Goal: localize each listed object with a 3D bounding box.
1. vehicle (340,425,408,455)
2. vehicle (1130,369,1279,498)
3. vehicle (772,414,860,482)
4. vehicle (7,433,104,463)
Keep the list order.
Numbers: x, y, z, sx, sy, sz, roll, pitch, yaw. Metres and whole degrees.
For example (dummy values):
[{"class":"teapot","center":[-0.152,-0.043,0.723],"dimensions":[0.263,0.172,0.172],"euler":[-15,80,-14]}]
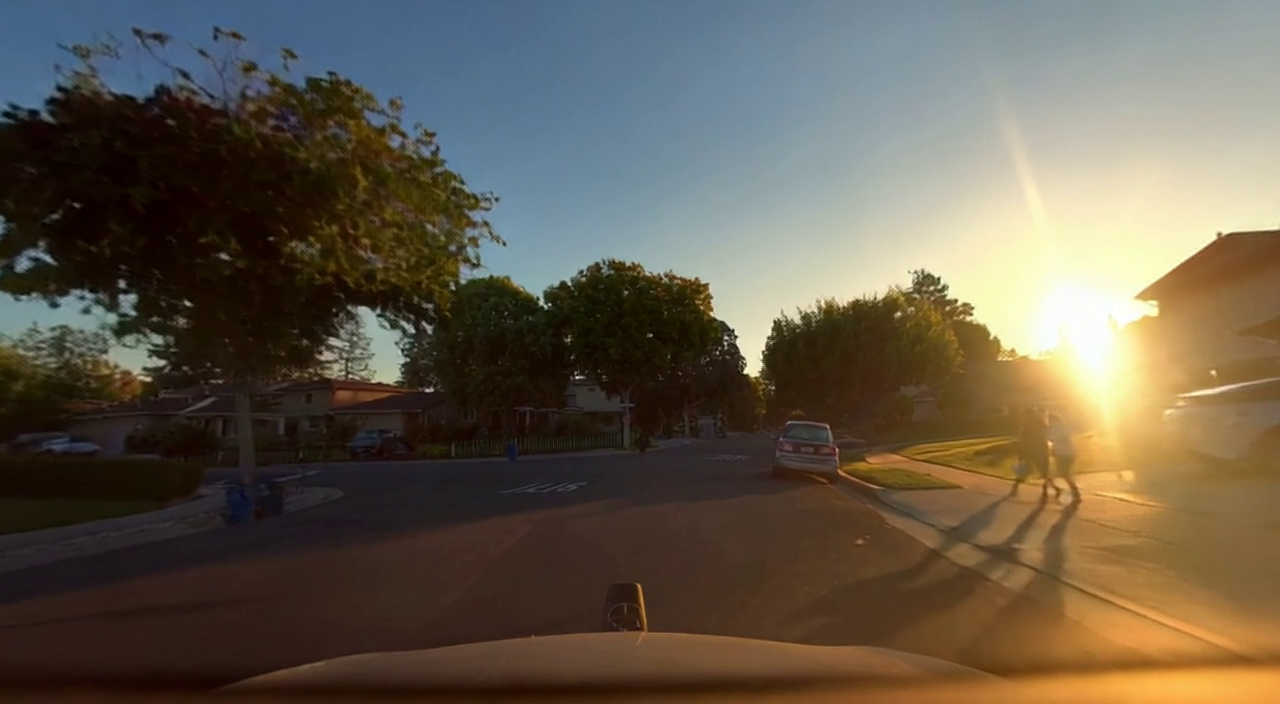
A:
[{"class":"vehicle","center":[-17.076,5.680,40.769],"dimensions":[2.021,1.798,4.491],"euler":[-1,-8,6]},{"class":"vehicle","center":[11.146,1.083,10.007],"dimensions":[4.780,1.765,2.103],"euler":[-6,-9,2]},{"class":"vehicle","center":[5.009,2.796,18.592],"dimensions":[2.053,1.737,4.375],"euler":[-2,-8,10]},{"class":"vehicle","center":[-39.025,6.410,42.378],"dimensions":[2.206,1.858,4.918],"euler":[1,-7,-8]}]
